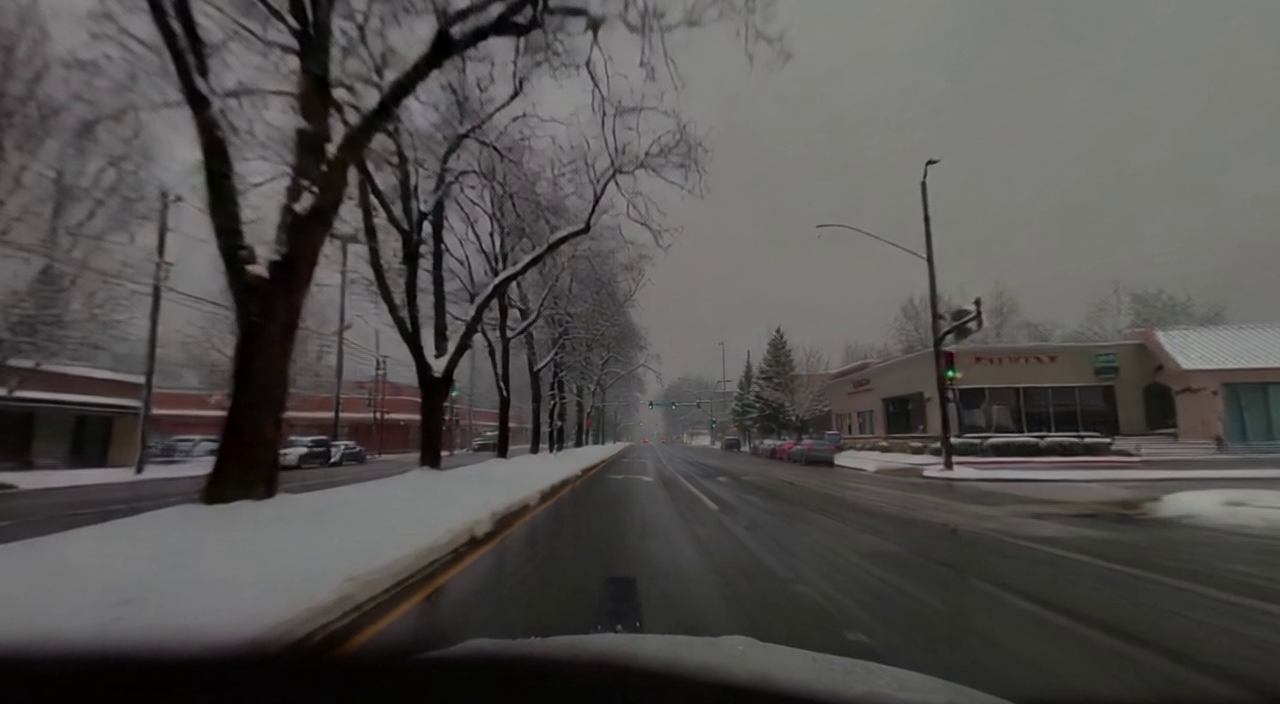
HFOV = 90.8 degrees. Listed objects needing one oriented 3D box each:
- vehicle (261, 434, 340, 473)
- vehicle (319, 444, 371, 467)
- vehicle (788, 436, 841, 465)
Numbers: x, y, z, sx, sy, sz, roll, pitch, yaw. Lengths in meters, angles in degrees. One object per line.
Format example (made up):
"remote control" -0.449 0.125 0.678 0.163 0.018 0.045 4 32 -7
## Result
"vehicle" -19.422 5.838 36.390 1.954 2.000 4.687 -2 -9 0
"vehicle" -19.410 6.825 41.722 1.664 1.443 3.701 0 -8 0
"vehicle" 10.133 5.738 36.954 1.901 1.586 3.903 0 -8 0
